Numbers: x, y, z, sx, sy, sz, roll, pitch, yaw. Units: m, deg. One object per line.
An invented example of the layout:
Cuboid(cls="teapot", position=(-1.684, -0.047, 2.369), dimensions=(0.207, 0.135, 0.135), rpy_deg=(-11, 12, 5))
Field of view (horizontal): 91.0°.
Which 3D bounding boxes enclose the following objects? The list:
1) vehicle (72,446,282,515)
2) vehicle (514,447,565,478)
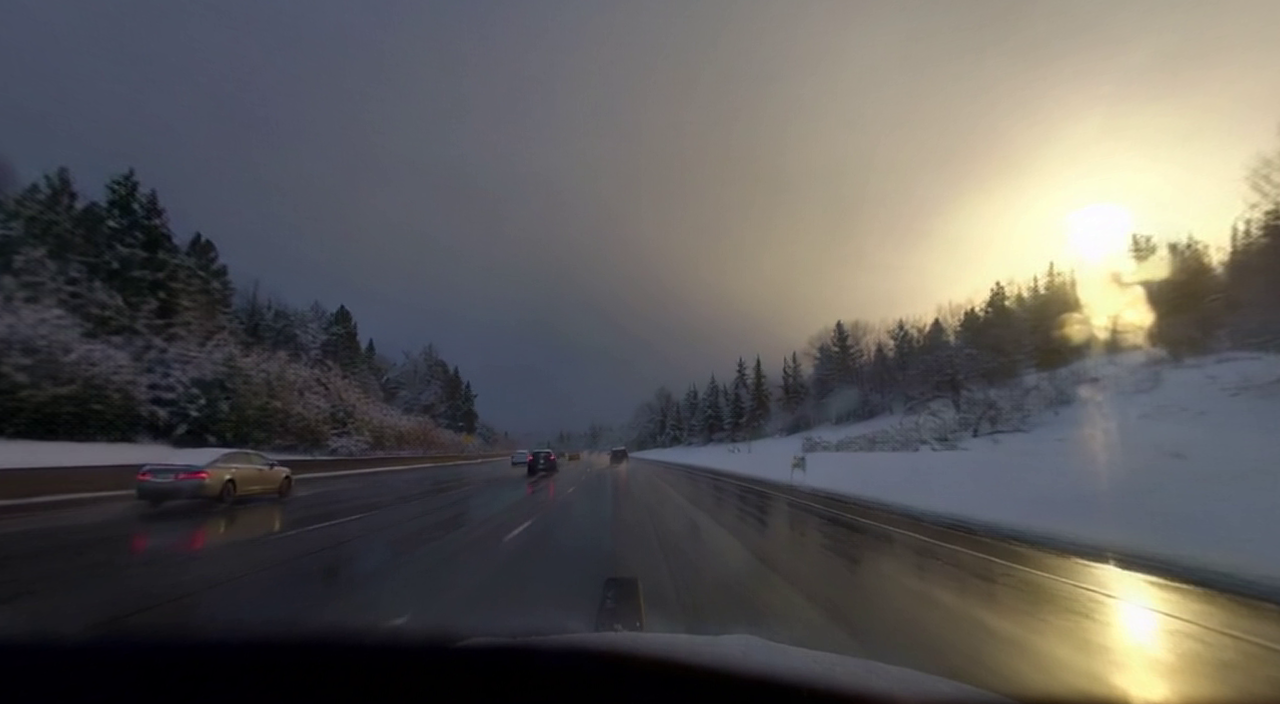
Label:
Cuboid(cls="vehicle", position=(-11.498, 3.178, 16.179), dimensions=(1.960, 1.487, 4.593), rpy_deg=(0, -9, -1))
Cuboid(cls="vehicle", position=(-5.074, 5.612, 32.264), dimensions=(2.120, 1.458, 4.031), rpy_deg=(0, -9, -3))
